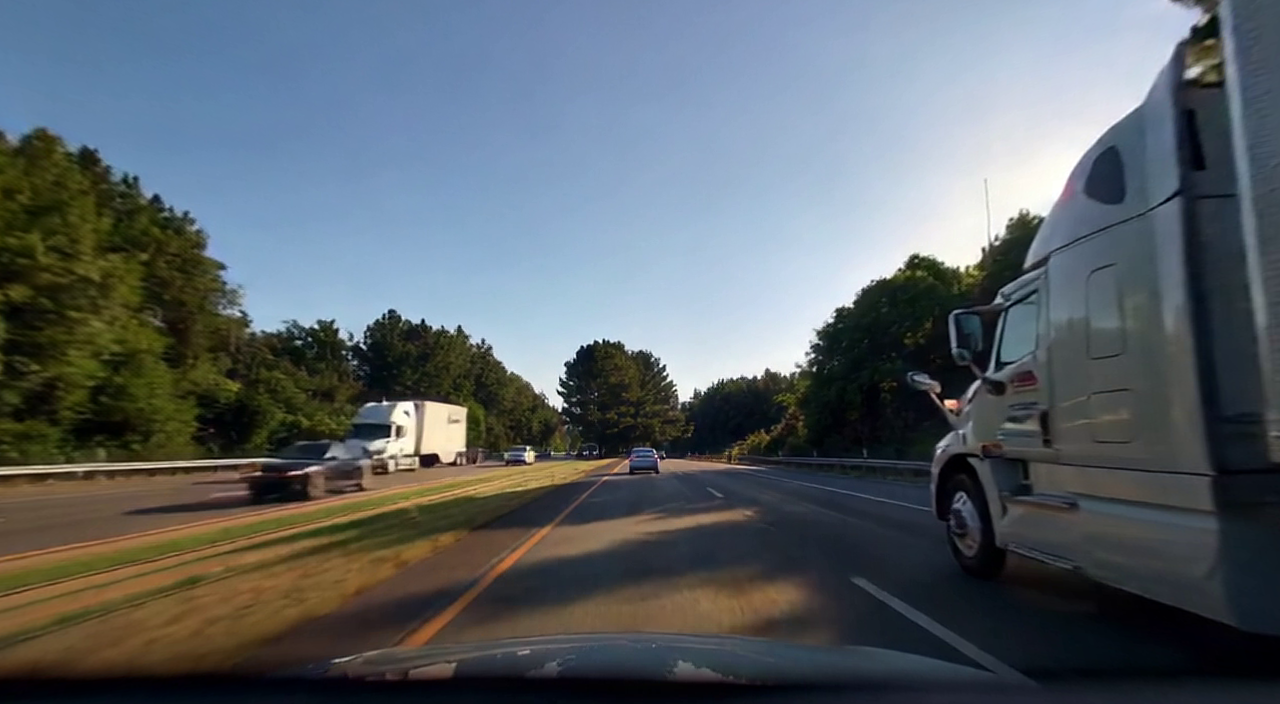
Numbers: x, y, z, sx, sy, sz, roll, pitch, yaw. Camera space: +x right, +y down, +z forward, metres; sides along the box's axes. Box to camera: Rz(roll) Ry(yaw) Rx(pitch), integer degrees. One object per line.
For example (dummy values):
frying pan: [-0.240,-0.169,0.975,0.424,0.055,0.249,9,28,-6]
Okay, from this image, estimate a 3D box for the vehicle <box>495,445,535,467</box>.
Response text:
vehicle: [-8.609,7.165,43.669,1.851,1.457,4.155,0,-8,0]

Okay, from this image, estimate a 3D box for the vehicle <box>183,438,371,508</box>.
vehicle: [-8.771,2.934,15.856,1.930,1.479,4.706,0,-8,0]

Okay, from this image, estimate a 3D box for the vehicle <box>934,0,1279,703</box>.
vehicle: [4.388,-0.185,3.014,3.010,3.911,5.858,0,-8,0]

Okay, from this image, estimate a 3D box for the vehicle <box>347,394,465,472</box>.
vehicle: [-13.408,4.899,37.460,2.977,3.982,10.269,0,-8,0]

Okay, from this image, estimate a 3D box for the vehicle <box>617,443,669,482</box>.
vehicle: [0.106,4.762,27.458,2.114,1.523,4.012,0,-8,-1]
